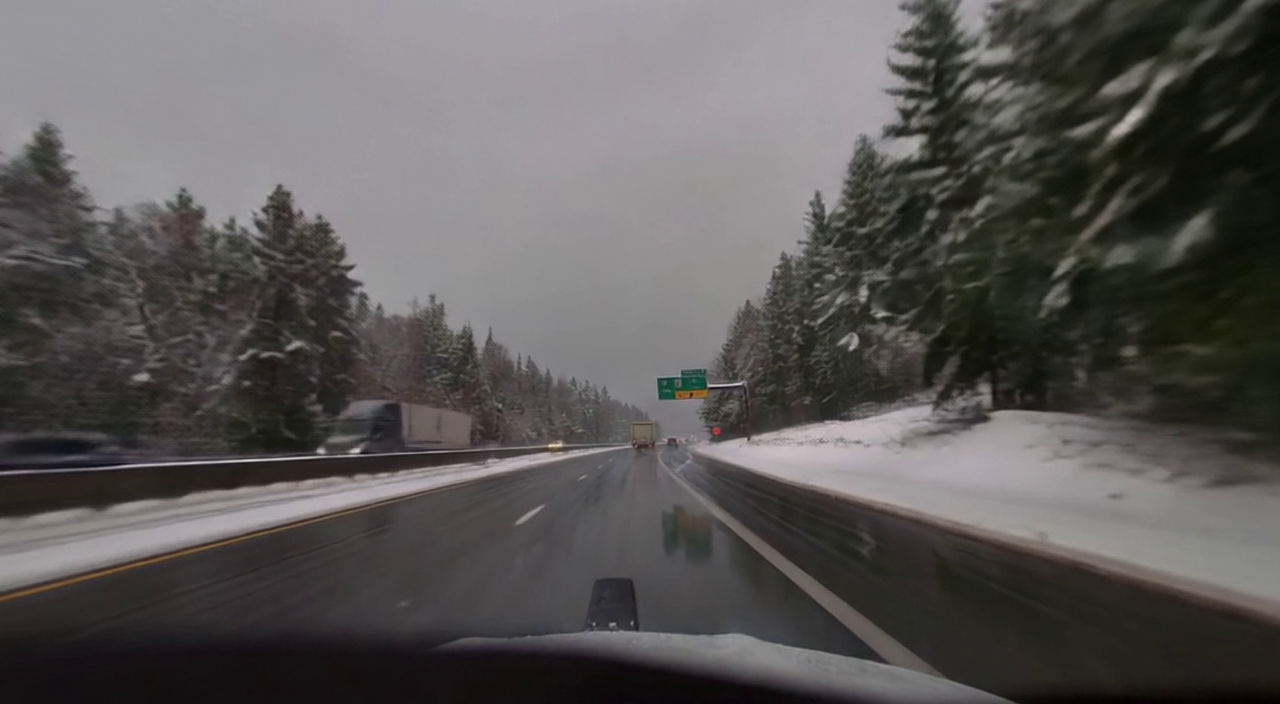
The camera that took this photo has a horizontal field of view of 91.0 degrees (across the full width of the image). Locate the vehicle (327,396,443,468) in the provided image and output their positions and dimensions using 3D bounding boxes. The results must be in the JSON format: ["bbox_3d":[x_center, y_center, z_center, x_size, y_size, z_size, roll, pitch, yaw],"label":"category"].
[{"bbox_3d":[-15.341,5.016,39.033,2.921,3.864,9.988,-1,-8,0],"label":"vehicle"}]
